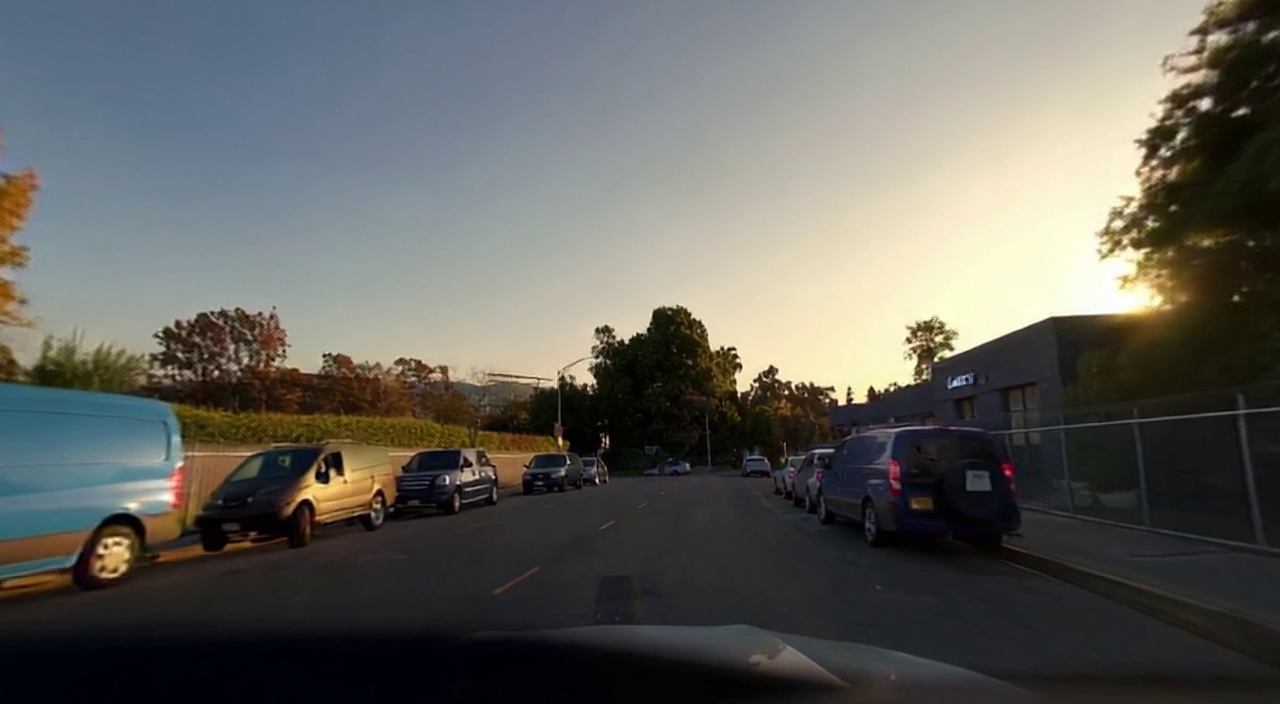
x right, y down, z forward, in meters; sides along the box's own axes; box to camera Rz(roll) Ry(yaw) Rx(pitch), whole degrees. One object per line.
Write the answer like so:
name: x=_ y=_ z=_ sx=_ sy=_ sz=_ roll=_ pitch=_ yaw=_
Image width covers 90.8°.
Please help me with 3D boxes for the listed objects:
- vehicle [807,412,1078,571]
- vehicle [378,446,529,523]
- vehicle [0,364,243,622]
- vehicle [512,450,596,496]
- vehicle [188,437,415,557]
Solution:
vehicle: x=4.706 y=2.251 z=11.222 sx=2.327 sy=2.021 sz=5.850 roll=-1 pitch=-9 yaw=5
vehicle: x=-5.290 y=3.819 z=19.032 sx=2.304 sy=1.937 sz=5.720 roll=-1 pitch=-9 yaw=6
vehicle: x=-6.952 y=1.446 z=6.383 sx=2.435 sy=2.308 sz=4.937 roll=-5 pitch=-9 yaw=5
vehicle: x=-3.908 y=5.679 z=30.104 sx=2.504 sy=1.919 sz=5.658 roll=-1 pitch=-9 yaw=8
vehicle: x=-6.254 y=2.657 z=12.353 sx=1.857 sy=1.908 sz=4.081 roll=-1 pitch=-9 yaw=5
